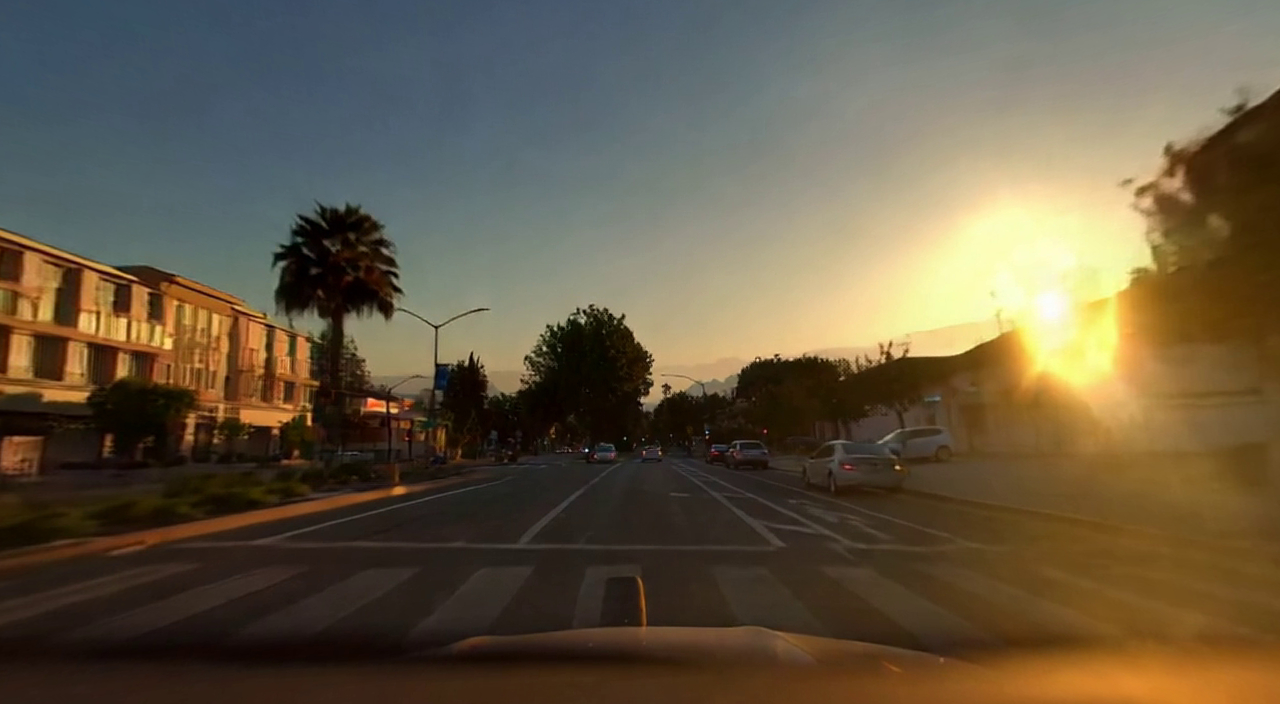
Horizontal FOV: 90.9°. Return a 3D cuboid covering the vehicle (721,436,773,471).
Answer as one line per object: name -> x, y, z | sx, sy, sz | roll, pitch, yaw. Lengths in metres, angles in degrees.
vehicle -> 5.885, 5.613, 35.267 | 2.069, 1.776, 4.797 | 0, -8, 0

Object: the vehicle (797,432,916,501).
vehicle -> 5.903, 3.122, 17.726 | 1.955, 1.679, 3.890 | 0, -8, 0

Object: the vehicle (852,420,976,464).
vehicle -> 12.326, 4.092, 28.628 | 4.571, 1.827, 2.260 | 1, -8, -1
